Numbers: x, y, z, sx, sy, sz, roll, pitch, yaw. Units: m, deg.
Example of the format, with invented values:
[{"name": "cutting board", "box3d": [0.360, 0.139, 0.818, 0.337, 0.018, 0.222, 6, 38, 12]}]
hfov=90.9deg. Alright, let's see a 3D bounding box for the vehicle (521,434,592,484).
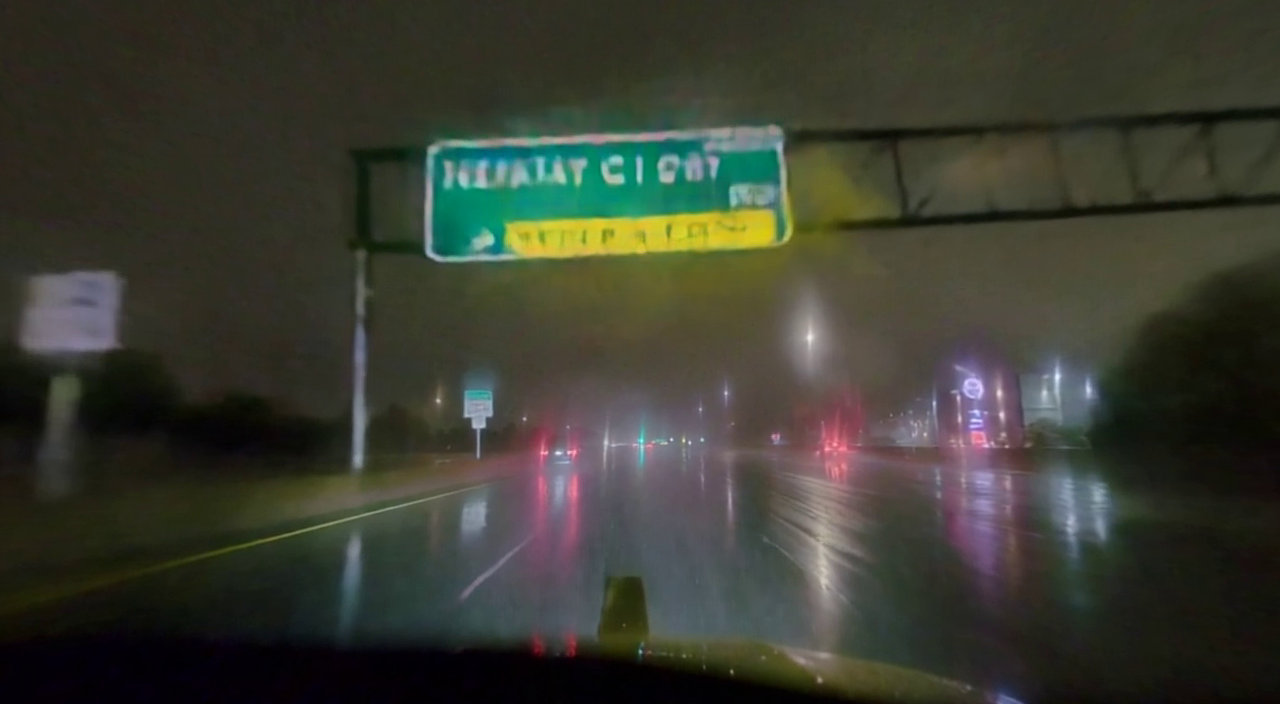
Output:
[{"name": "vehicle", "box3d": [-3.062, 4.027, 24.109, 2.072, 1.706, 4.359, 0, -8, 1]}]
